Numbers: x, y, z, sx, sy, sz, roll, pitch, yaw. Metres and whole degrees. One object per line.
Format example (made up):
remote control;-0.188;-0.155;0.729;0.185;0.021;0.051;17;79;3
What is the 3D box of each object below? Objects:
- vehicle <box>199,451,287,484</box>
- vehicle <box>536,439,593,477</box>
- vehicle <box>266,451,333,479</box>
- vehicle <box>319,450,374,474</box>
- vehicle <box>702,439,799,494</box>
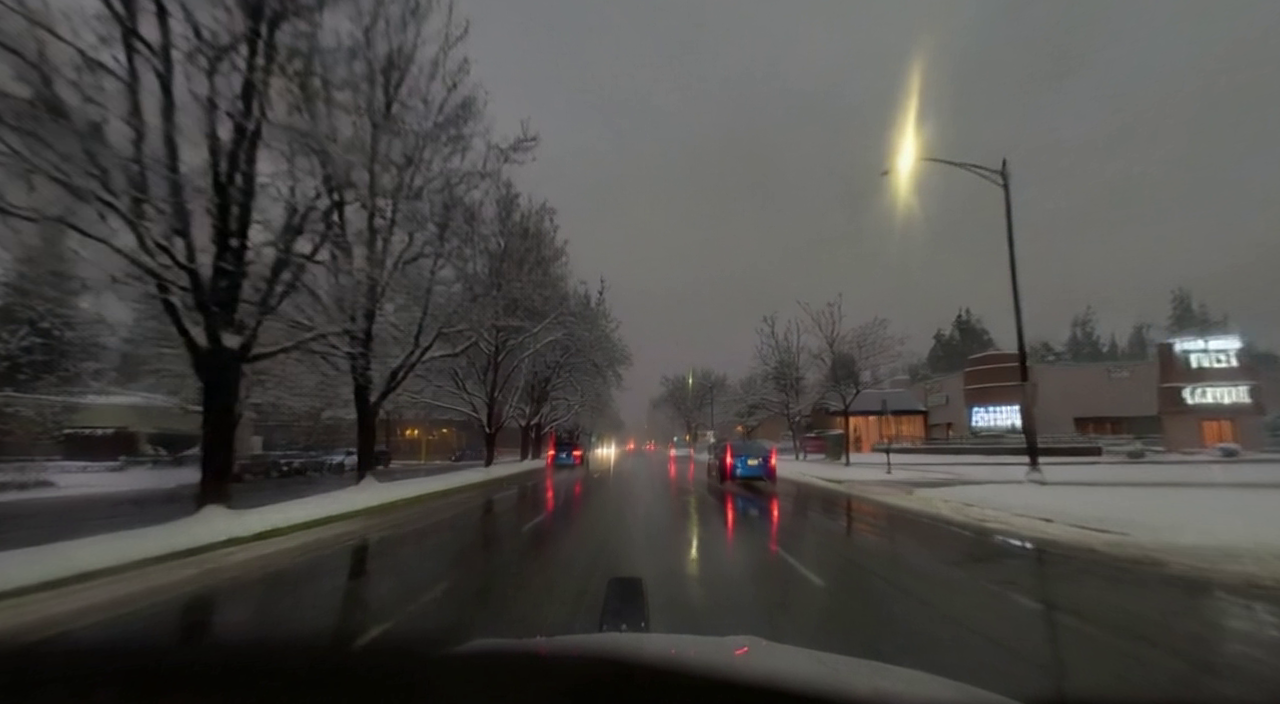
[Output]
vehicle;-22.511;6.549;35.958;1.918;1.698;4.581;0;-8;1
vehicle;-3.409;4.888;29.332;2.113;1.626;4.129;0;-8;1
vehicle;-22.372;7.424;41.622;1.794;1.664;4.582;0;-8;1
vehicle;-22.266;8.360;48.003;1.887;1.669;4.753;0;-8;1
vehicle;3.173;3.391;19.103;2.083;1.474;4.360;0;-8;-1
